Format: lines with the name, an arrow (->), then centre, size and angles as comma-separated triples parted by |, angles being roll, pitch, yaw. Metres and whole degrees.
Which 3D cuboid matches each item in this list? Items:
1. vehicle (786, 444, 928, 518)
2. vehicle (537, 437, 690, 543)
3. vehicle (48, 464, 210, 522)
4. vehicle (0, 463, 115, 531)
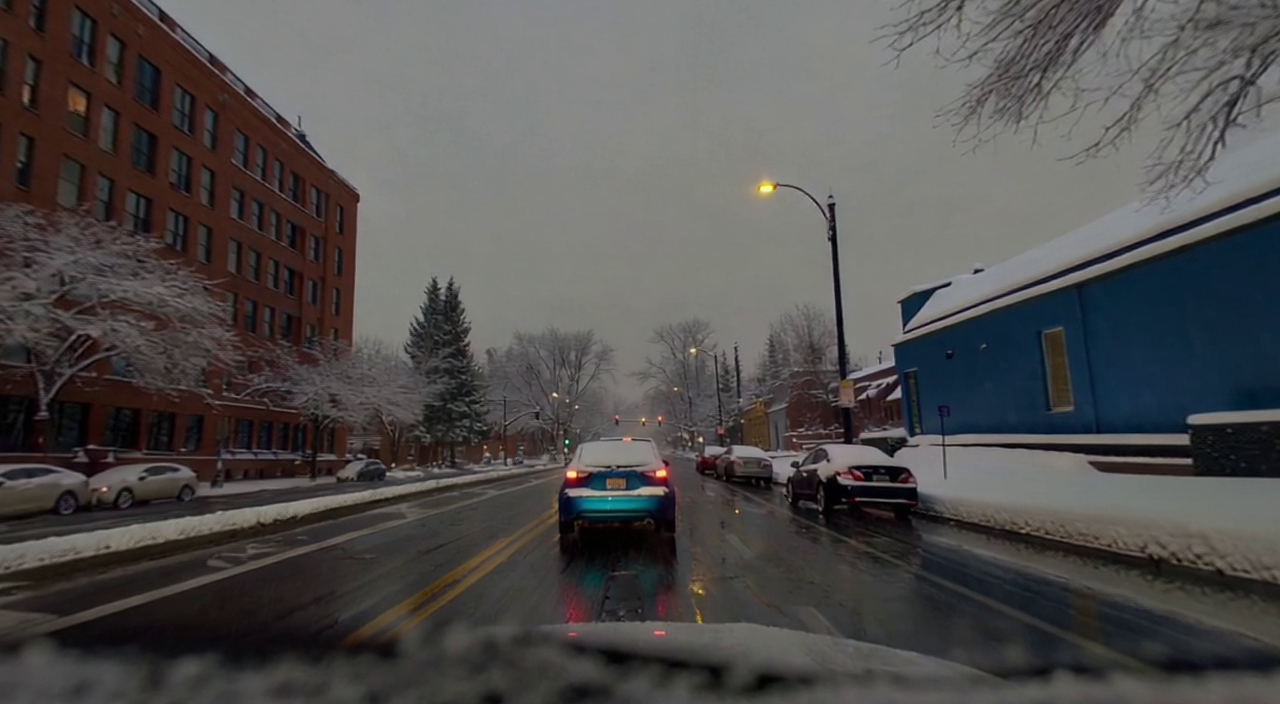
vehicle -> 4.916, 2.946, 14.927 | 1.832, 1.491, 4.054 | 1, -9, -1
vehicle -> -0.386, 2.339, 11.320 | 2.230, 1.518, 4.113 | 0, -9, 0
vehicle -> -18.017, 4.944, 22.577 | 2.011, 1.727, 4.449 | 1, -9, 0
vehicle -> -17.615, 3.994, 17.545 | 1.909, 1.658, 4.559 | 0, -9, 1
